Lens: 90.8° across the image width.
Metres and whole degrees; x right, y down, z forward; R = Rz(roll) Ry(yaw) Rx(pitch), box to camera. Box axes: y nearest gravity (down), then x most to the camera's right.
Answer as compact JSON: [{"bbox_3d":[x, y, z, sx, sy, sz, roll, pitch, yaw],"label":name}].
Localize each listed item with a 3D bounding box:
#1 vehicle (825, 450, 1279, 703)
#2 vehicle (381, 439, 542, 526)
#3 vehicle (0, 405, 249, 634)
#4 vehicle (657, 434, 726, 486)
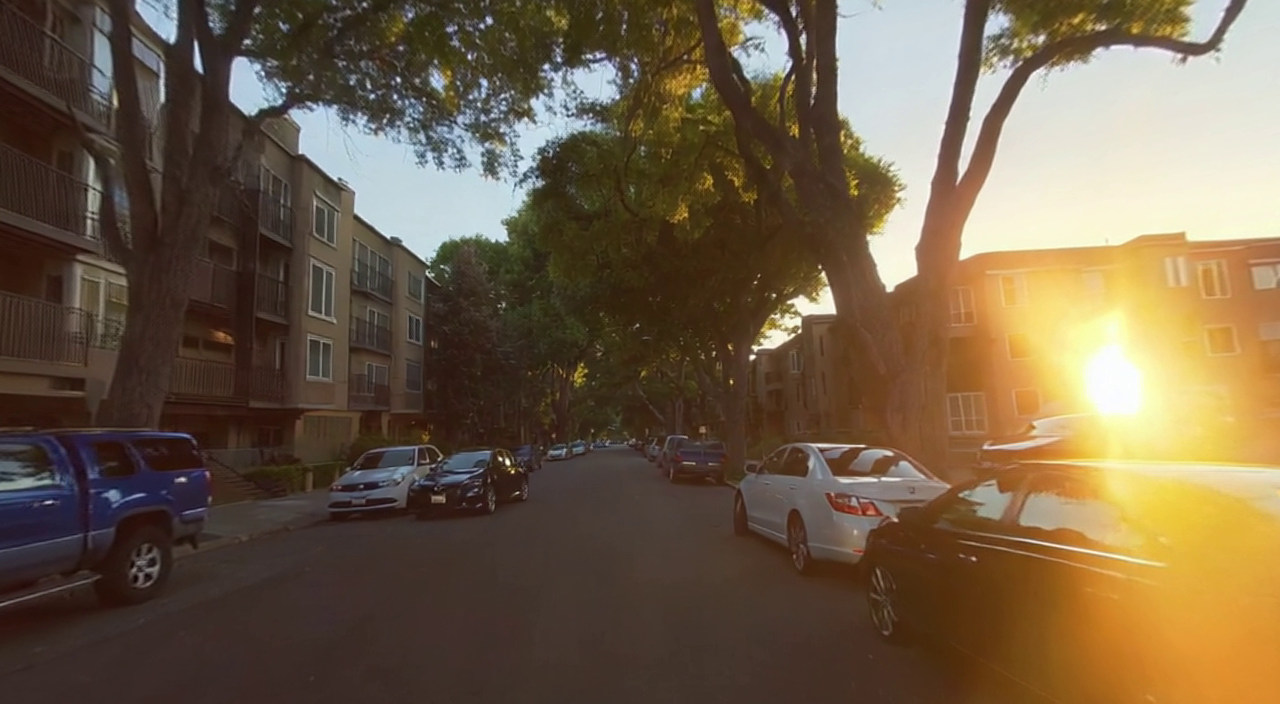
[{"bbox_3d":[2.435,1.151,2.969,1.720,1.333,4.233,0,-8,-2],"label":"vehicle"},{"bbox_3d":[-3.529,2.639,13.466,1.966,1.515,4.394,0,-8,3],"label":"vehicle"},{"bbox_3d":[-6.513,1.541,5.745,2.308,1.877,6.060,-4,-8,-2],"label":"vehicle"},{"bbox_3d":[1.735,3.787,22.488,1.878,1.664,4.033,1,-8,-3],"label":"vehicle"}]
